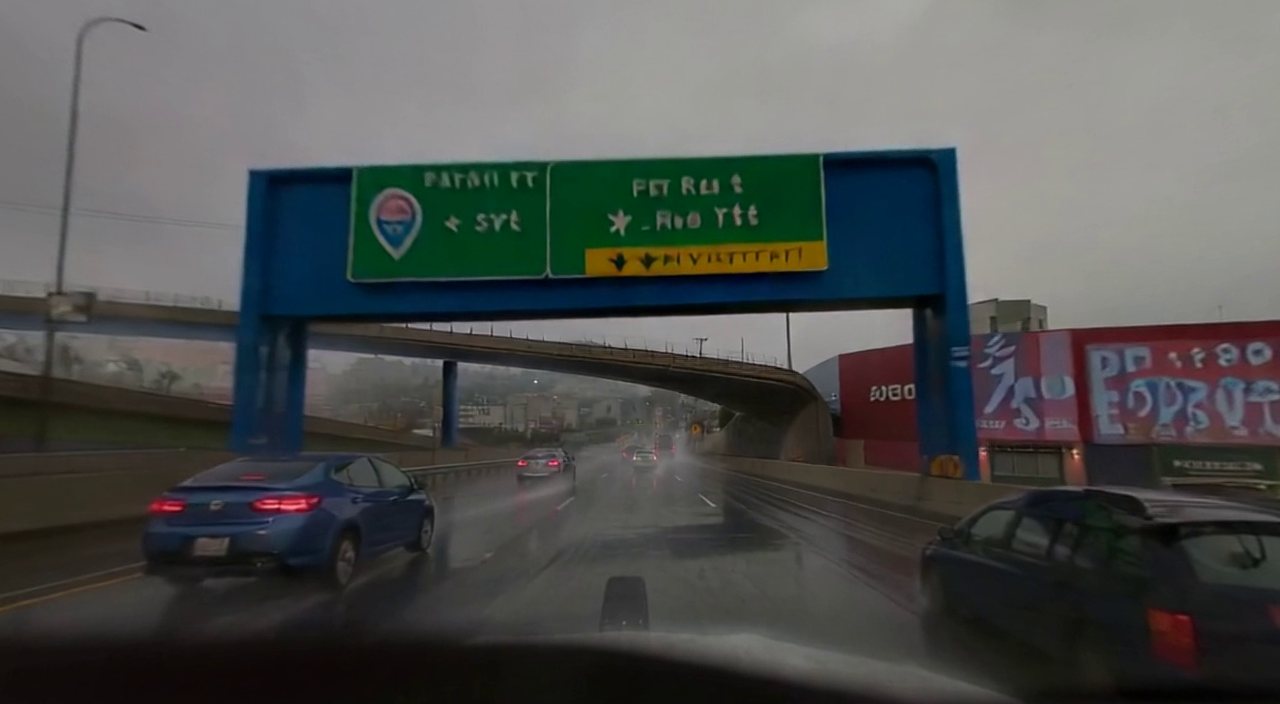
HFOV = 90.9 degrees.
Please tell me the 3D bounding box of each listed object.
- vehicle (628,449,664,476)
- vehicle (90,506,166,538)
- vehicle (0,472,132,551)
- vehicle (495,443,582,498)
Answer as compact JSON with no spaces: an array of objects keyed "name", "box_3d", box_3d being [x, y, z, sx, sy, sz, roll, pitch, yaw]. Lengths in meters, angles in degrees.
[{"name":"vehicle","box_3d":[0.264,6.114,35.209,1.877,1.386,3.872,0,-8,-1]},{"name":"vehicle","box_3d":[-34.189,11.322,42.244,1.824,1.592,4.088,0,-8,-4]},{"name":"vehicle","box_3d":[-37.654,9.666,38.745,2.833,3.977,12.868,0,-8,-3]},{"name":"vehicle","box_3d":[-3.173,3.777,20.643,2.064,1.589,4.213,0,-8,1]}]
